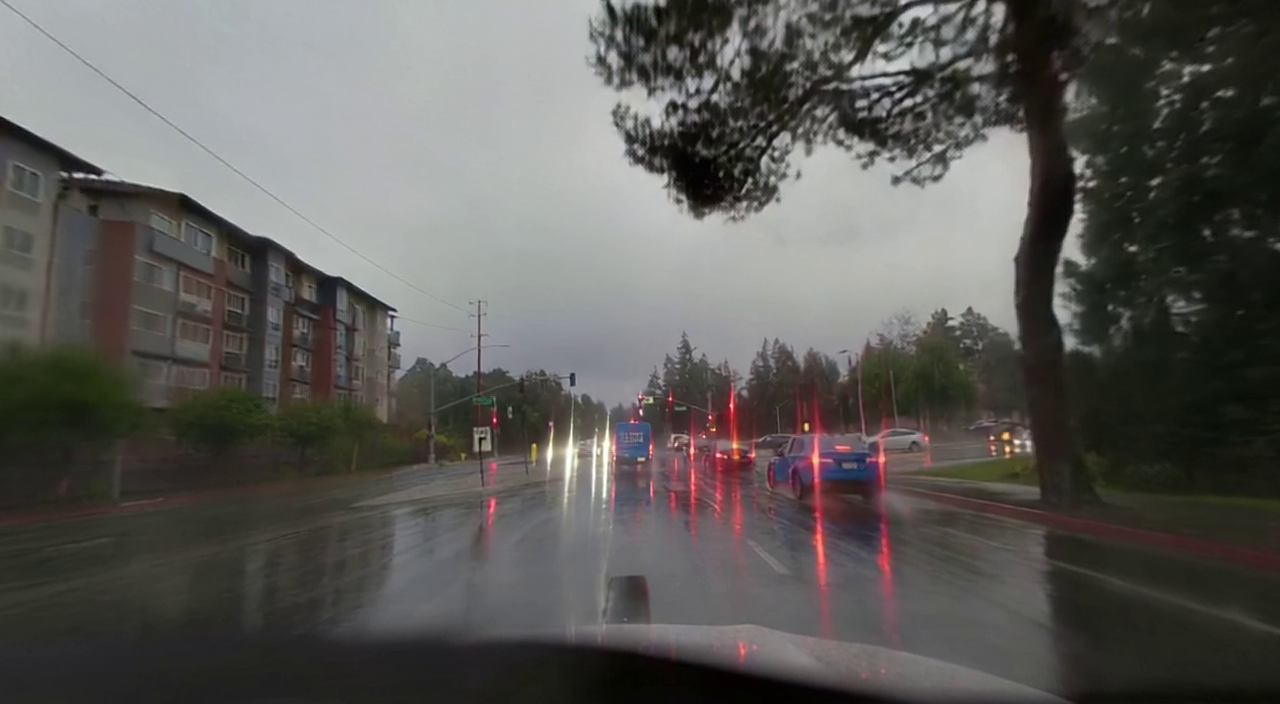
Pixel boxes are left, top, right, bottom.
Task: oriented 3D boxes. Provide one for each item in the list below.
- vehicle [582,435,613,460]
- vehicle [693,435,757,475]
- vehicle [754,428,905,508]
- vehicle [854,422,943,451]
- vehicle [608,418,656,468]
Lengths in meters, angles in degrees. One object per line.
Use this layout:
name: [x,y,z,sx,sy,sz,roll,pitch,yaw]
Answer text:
vehicle: [-3.209,7.295,48.133,2.203,1.786,4.249,0,-8,-2]
vehicle: [3.412,4.225,26.084,1.951,1.483,4.582,0,-8,-1]
vehicle: [4.100,2.601,14.665,1.967,1.506,4.968,0,-8,0]
vehicle: [16.572,5.447,40.602,4.842,1.792,1.963,0,-8,0]
vehicle: [-0.388,4.960,34.376,2.422,2.488,4.992,0,-8,0]
